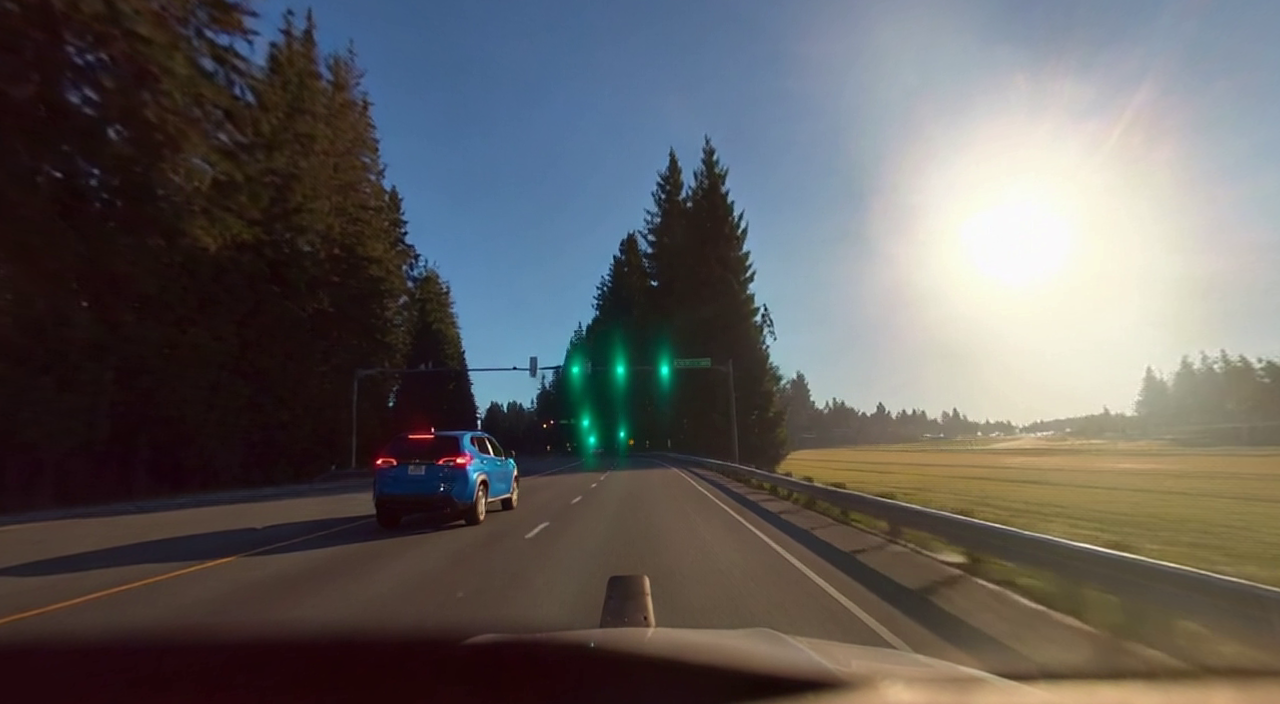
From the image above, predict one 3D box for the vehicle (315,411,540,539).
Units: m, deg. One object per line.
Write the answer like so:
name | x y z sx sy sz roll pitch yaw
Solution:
vehicle | -3.506 2.158 11.759 2.336 1.857 4.986 0 -8 1
